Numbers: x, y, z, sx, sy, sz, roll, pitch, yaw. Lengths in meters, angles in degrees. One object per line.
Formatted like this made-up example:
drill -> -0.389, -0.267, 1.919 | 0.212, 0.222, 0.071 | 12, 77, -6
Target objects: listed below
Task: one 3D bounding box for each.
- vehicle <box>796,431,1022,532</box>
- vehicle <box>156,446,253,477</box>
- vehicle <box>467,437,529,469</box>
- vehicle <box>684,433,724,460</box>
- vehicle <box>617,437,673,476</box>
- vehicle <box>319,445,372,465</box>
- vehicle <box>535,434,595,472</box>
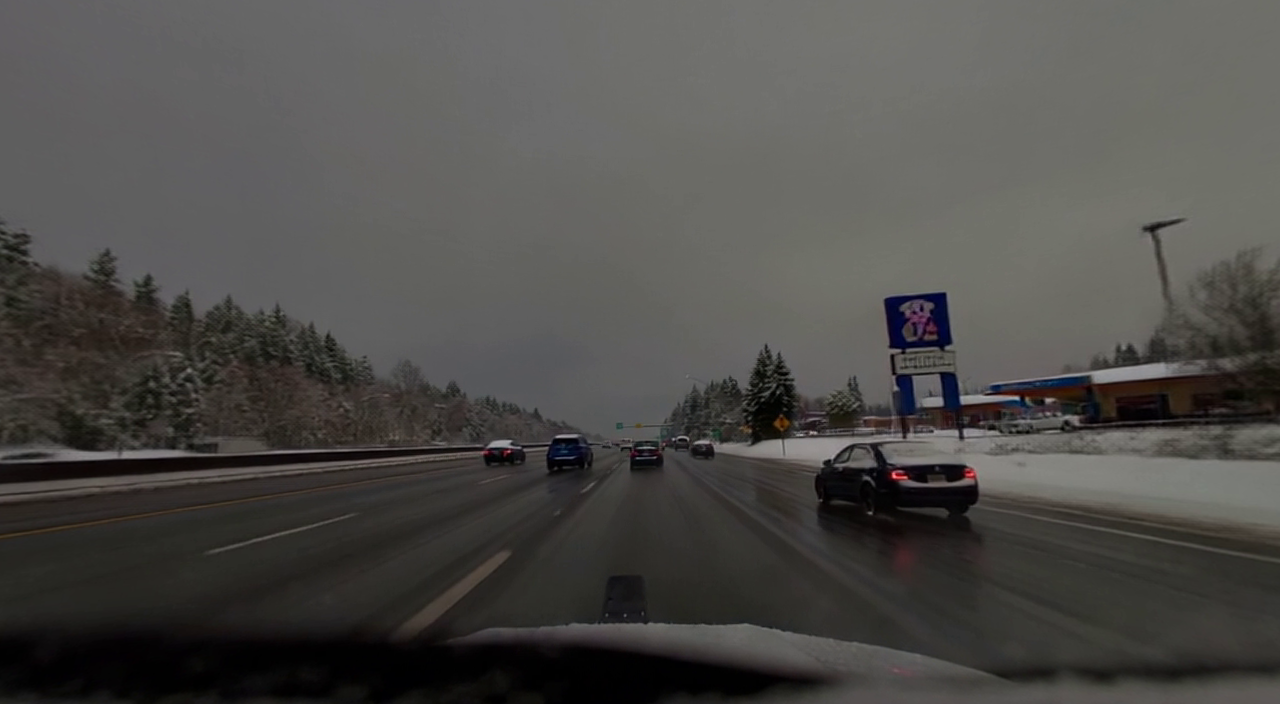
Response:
vehicle -> 4.450, 2.197, 11.373 | 2.030, 1.442, 4.358 | 0, -8, -2
vehicle -> -21.723, 5.437, 31.666 | 1.865, 1.443, 4.156 | 0, -8, 0
vehicle -> -7.029, 5.051, 31.690 | 1.932, 1.497, 4.458 | 0, -8, 1
vehicle -> 4.459, 6.623, 44.442 | 2.261, 1.781, 4.709 | 0, -8, 0
vehicle -> 0.196, 4.266, 26.006 | 2.113, 1.464, 4.073 | 0, -8, 1
vehicle -> -21.417, 7.477, 45.978 | 1.830, 1.432, 4.076 | 0, -8, 1
vehicle -> -3.309, 4.580, 28.813 | 1.927, 1.586, 5.142 | 0, -8, 2
